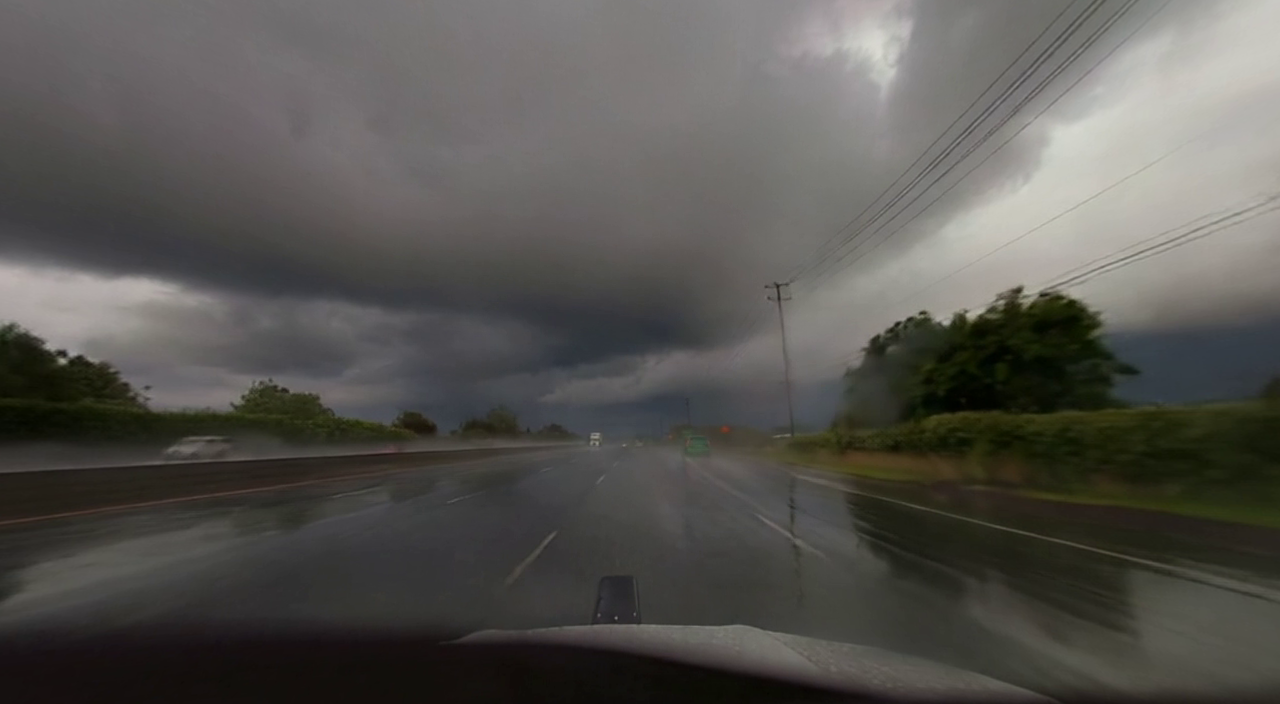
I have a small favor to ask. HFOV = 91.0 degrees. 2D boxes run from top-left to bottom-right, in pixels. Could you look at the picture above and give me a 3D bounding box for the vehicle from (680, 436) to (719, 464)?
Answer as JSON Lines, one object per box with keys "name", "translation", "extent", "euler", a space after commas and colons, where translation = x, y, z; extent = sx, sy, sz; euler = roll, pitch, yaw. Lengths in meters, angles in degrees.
{"name": "vehicle", "translation": [3.587, 5.979, 38.555], "extent": [1.977, 1.581, 4.428], "euler": [-1, -8, 0]}
